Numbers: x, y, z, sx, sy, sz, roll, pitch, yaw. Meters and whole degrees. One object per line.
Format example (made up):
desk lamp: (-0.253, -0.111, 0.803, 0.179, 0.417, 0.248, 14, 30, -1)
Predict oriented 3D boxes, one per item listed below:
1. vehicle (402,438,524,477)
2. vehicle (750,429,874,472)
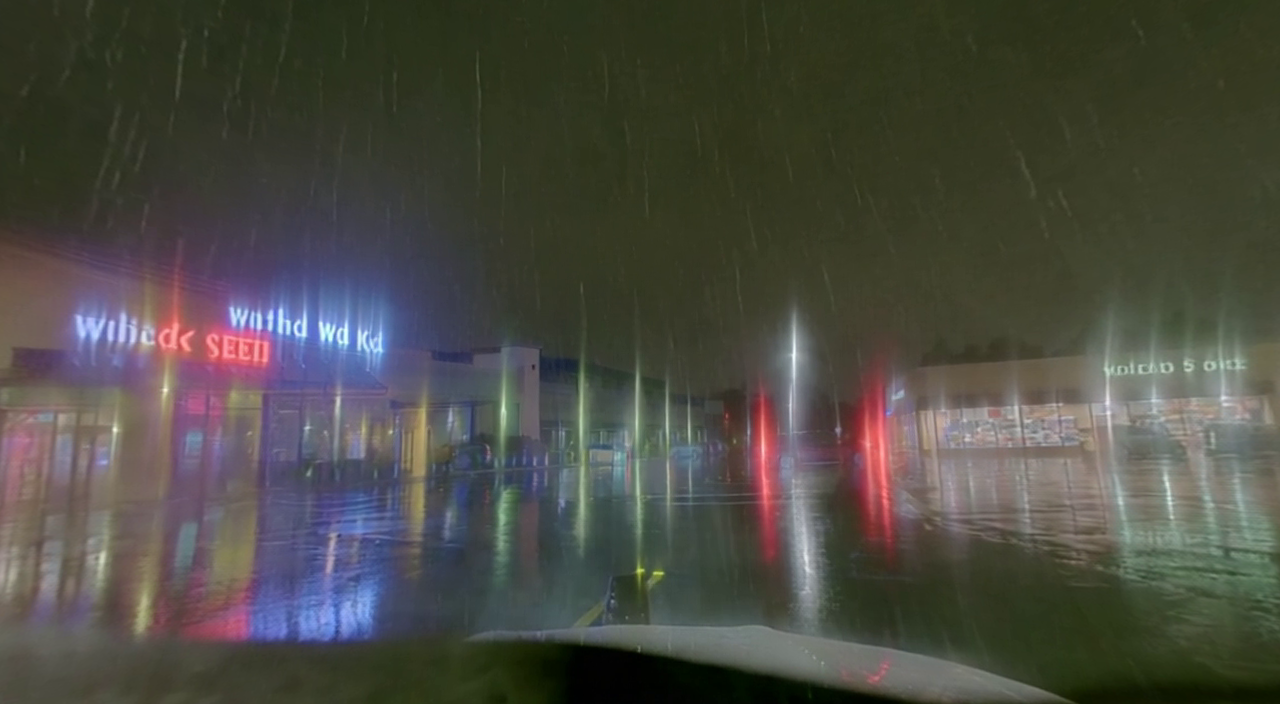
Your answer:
vehicle: (-7.748, 4.617, 27.765, 4.814, 1.618, 1.869, -2, -9, 11)
vehicle: (7.302, 4.175, 26.836, 4.706, 1.663, 1.993, -4, -9, 26)
